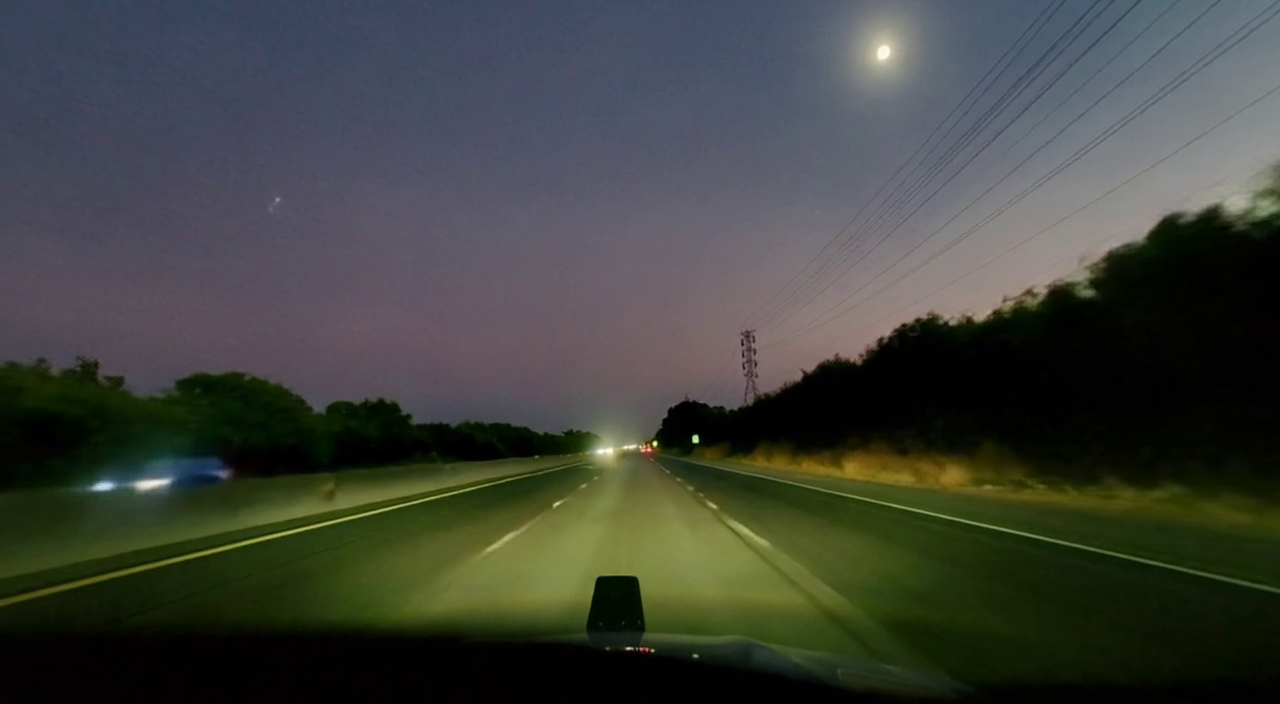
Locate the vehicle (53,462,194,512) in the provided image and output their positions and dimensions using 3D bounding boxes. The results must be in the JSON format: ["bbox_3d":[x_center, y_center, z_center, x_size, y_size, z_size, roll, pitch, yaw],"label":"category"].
[{"bbox_3d":[-20.256,5.261,25.029,1.837,1.622,4.494,0,-8,-1],"label":"vehicle"}]
